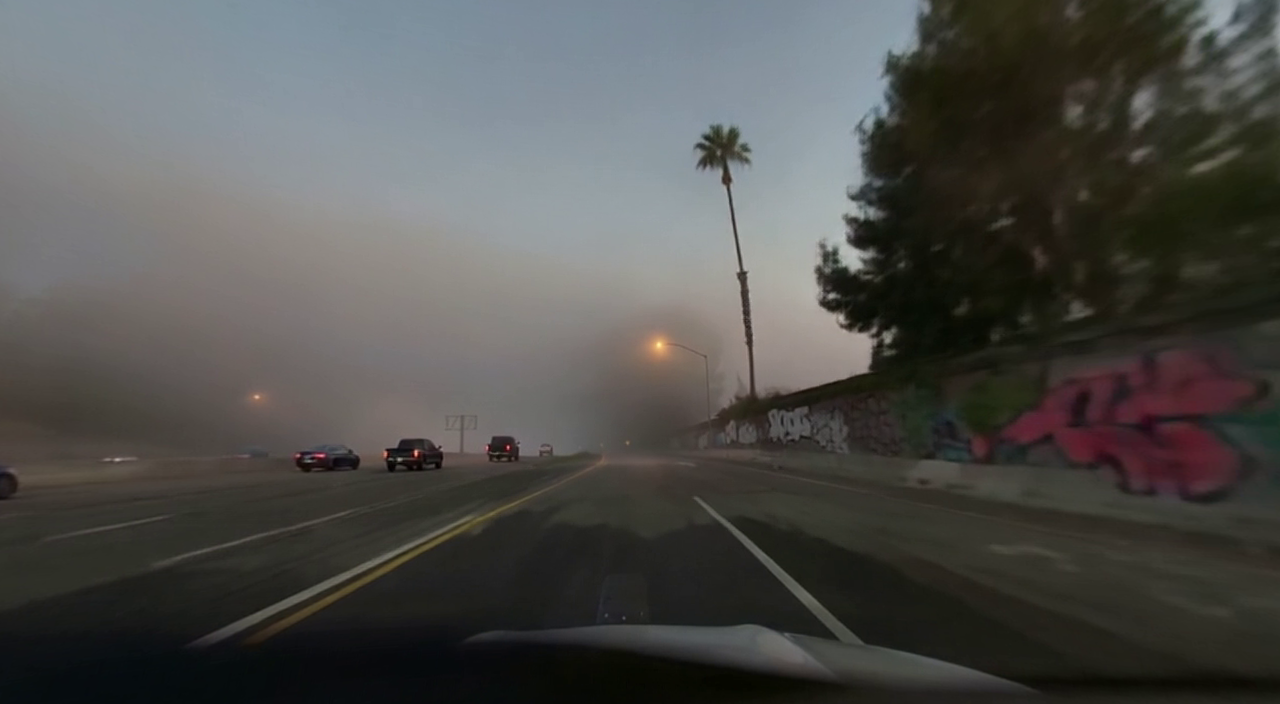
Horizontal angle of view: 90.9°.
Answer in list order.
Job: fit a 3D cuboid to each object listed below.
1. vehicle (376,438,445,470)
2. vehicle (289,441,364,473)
[{"bbox_3d":[-14.609,6.517,40.529,2.272,1.882,5.941,0,-9,-1],"label":"vehicle"},{"bbox_3d":[-18.472,6.194,37.462,2.078,1.802,4.723,0,-8,-1],"label":"vehicle"}]
